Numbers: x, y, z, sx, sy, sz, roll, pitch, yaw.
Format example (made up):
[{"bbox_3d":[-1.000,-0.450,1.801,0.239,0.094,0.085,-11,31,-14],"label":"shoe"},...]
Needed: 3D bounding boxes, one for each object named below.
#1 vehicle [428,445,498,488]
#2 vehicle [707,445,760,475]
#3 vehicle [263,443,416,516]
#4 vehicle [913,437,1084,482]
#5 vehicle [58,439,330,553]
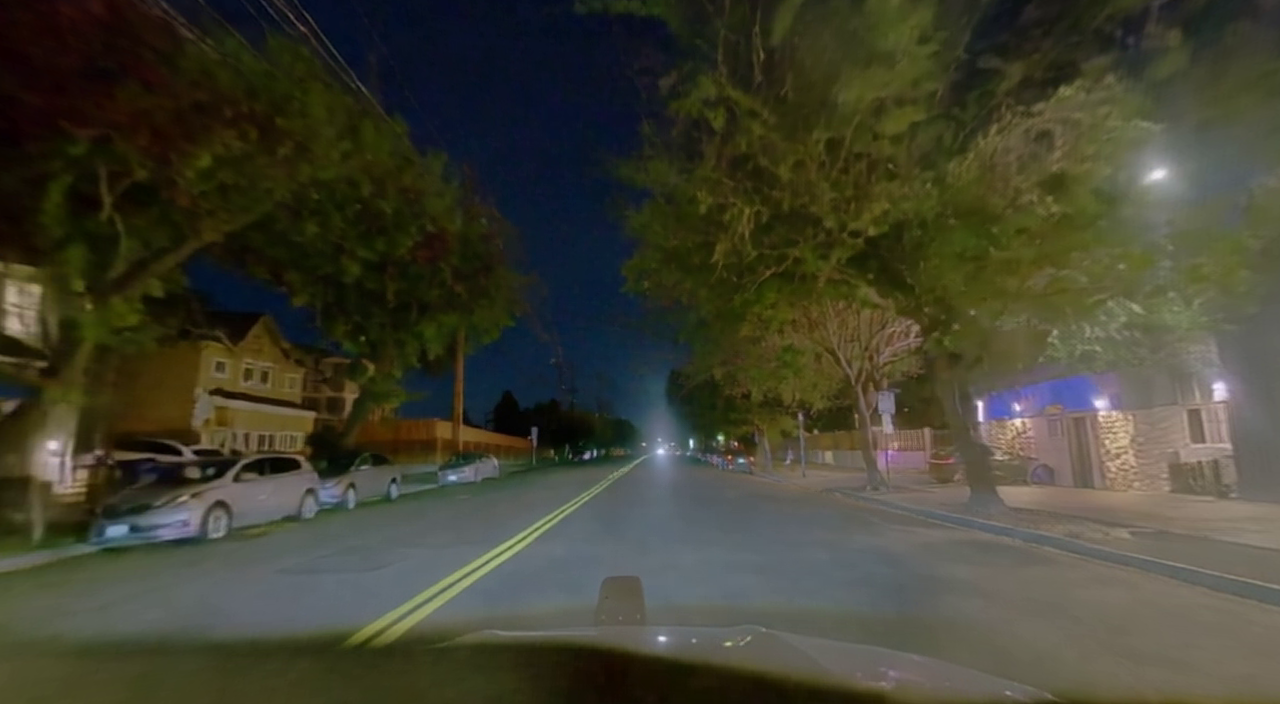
[{"bbox_3d":[-7.982,5.172,28.953,1.970,1.785,4.274,0,-8,0],"label":"vehicle"},{"bbox_3d":[5.198,6.047,35.693,2.052,1.476,4.438,-2,-8,-3],"label":"vehicle"},{"bbox_3d":[-8.062,3.412,17.488,1.913,1.723,4.318,-1,-8,3],"label":"vehicle"},{"bbox_3d":[12.399,3.728,22.150,4.716,1.480,2.023,0,-8,2],"label":"vehicle"},{"bbox_3d":[-8.227,2.621,12.373,1.975,1.775,4.509,0,-8,1],"label":"vehicle"}]
